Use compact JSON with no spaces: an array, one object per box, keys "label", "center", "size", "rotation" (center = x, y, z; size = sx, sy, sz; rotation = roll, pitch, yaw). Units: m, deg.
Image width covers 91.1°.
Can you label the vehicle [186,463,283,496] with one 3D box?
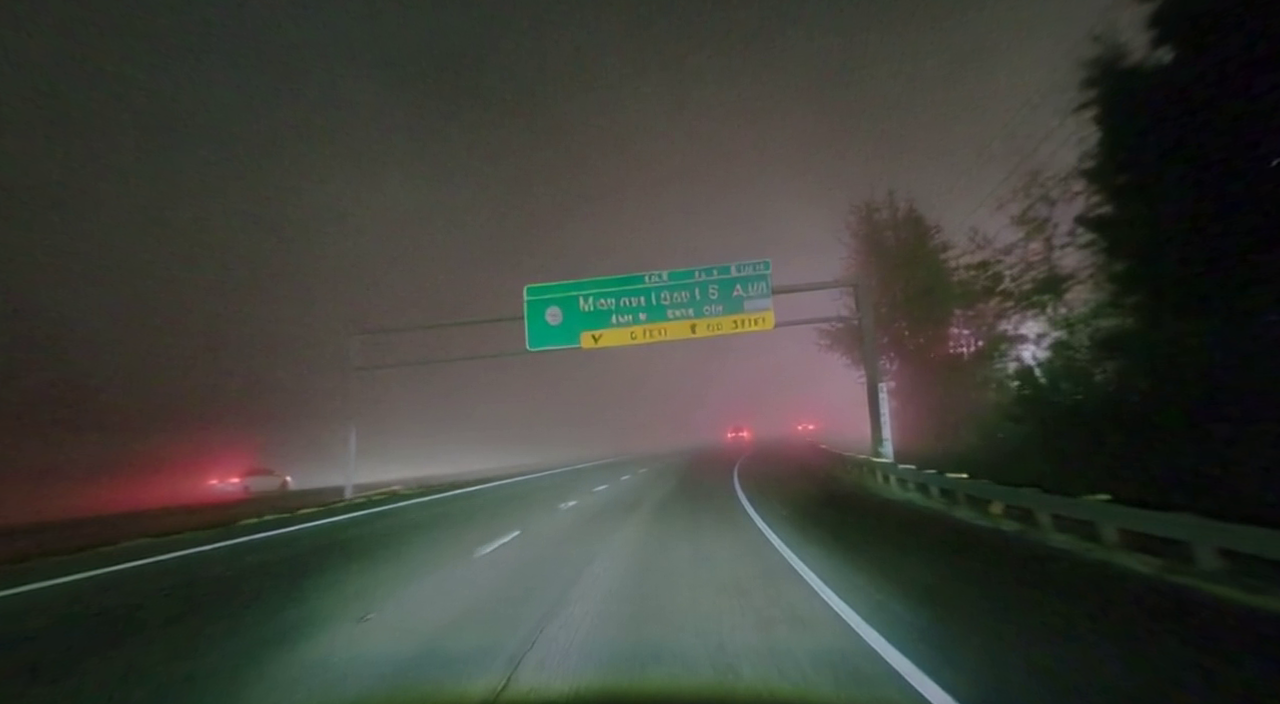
[{"label":"vehicle","center":[-24.936,7.794,38.733],"size":[2.145,1.717,4.448],"rotation":[-6,-10,33]}]
